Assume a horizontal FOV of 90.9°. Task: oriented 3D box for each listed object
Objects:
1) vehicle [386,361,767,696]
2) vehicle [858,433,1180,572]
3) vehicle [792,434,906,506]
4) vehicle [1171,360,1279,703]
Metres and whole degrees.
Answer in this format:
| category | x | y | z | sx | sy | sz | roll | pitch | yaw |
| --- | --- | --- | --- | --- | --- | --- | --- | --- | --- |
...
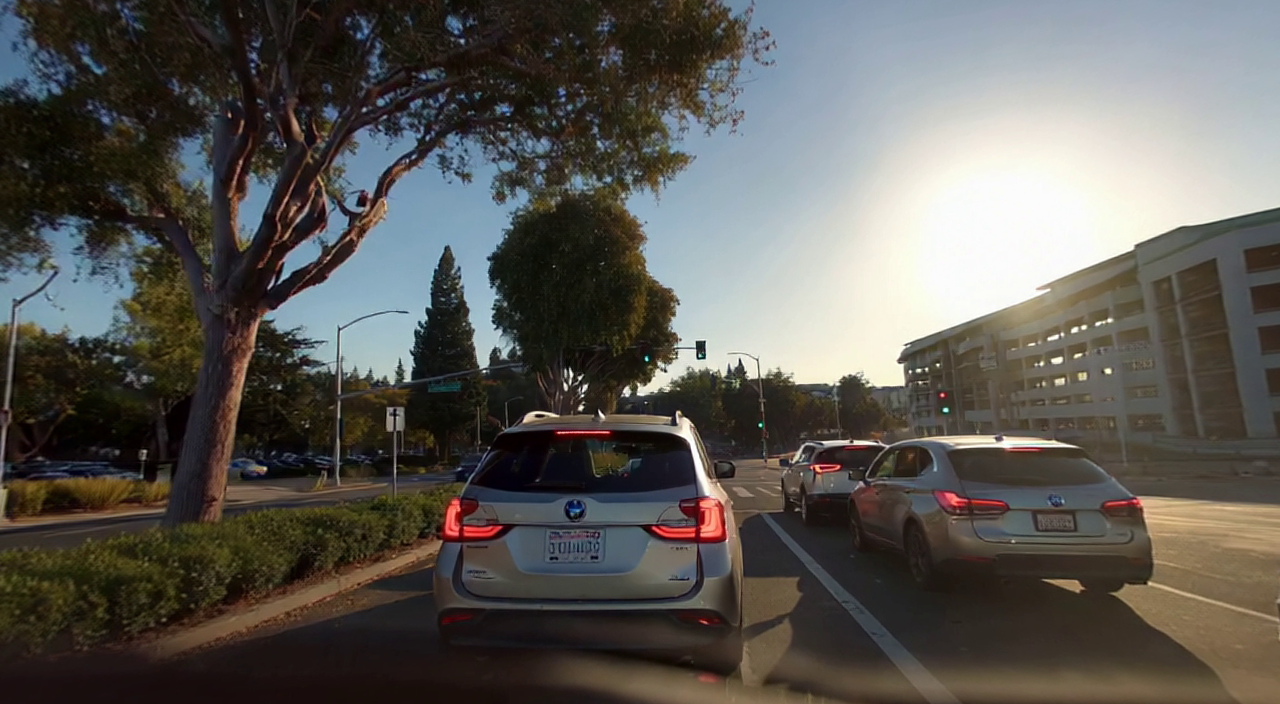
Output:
| category | x | y | z | sx | sy | sz | roll | pitch | yaw |
| --- | --- | --- | --- | --- | --- | --- | --- | --- | --- |
| vehicle | -0.210 | 1.239 | 5.558 | 2.021 | 1.742 | 4.295 | -1 | -8 | 4 |
| vehicle | 4.901 | 1.975 | 9.167 | 1.963 | 1.480 | 4.553 | 0 | -8 | 2 |
| vehicle | 5.342 | 3.037 | 16.716 | 1.994 | 1.638 | 4.100 | -1 | -9 | 6 |
| vehicle | 4.063 | 0.613 | 1.111 | 1.993 | 1.719 | 4.953 | 0 | -8 | 1 |
